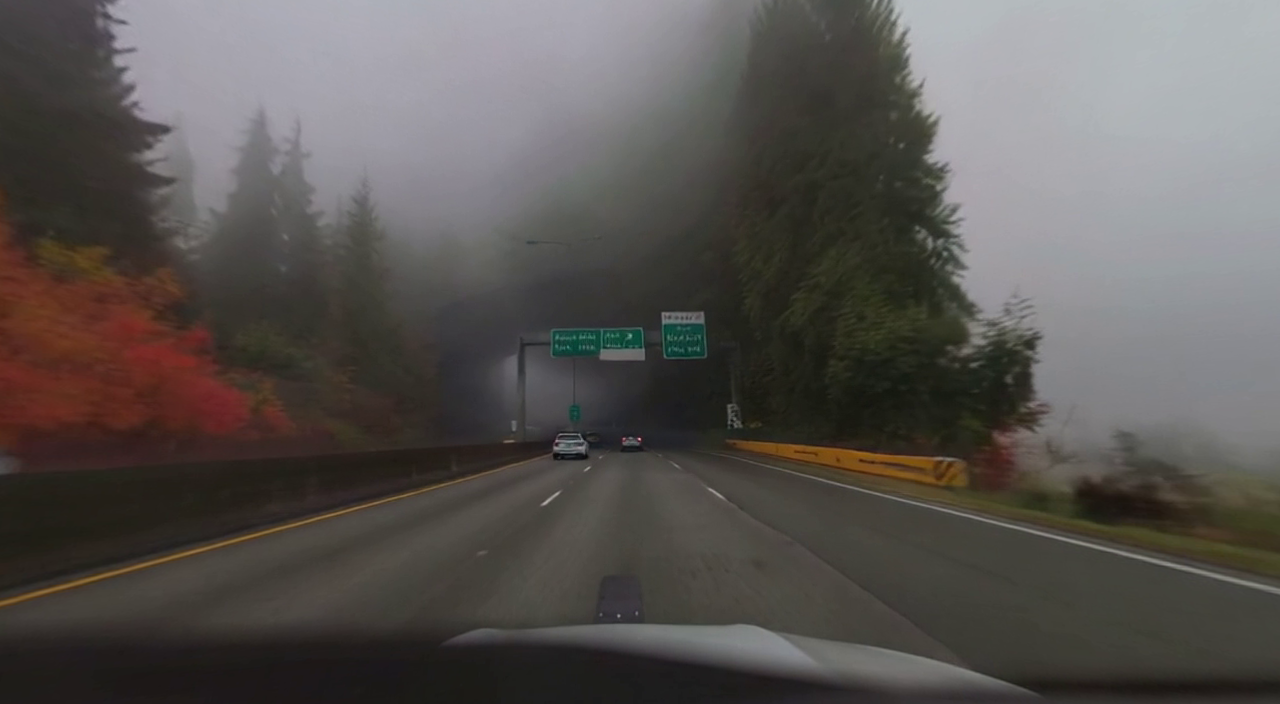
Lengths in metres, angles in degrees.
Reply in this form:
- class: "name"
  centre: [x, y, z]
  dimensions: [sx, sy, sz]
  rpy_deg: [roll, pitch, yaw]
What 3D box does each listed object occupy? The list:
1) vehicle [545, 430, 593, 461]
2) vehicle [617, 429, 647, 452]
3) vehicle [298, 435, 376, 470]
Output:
- class: "vehicle"
  centre: [-3.592, 4.828, 32.655]
  dimensions: [1.989, 1.497, 4.645]
  rpy_deg: [0, -8, 0]
- class: "vehicle"
  centre: [-0.603, 6.398, 45.470]
  dimensions: [2.054, 1.609, 3.859]
  rpy_deg: [0, -8, -1]
- class: "vehicle"
  centre: [-15.471, 5.113, 32.352]
  dimensions: [1.923, 1.674, 4.216]
  rpy_deg: [0, -8, 0]
